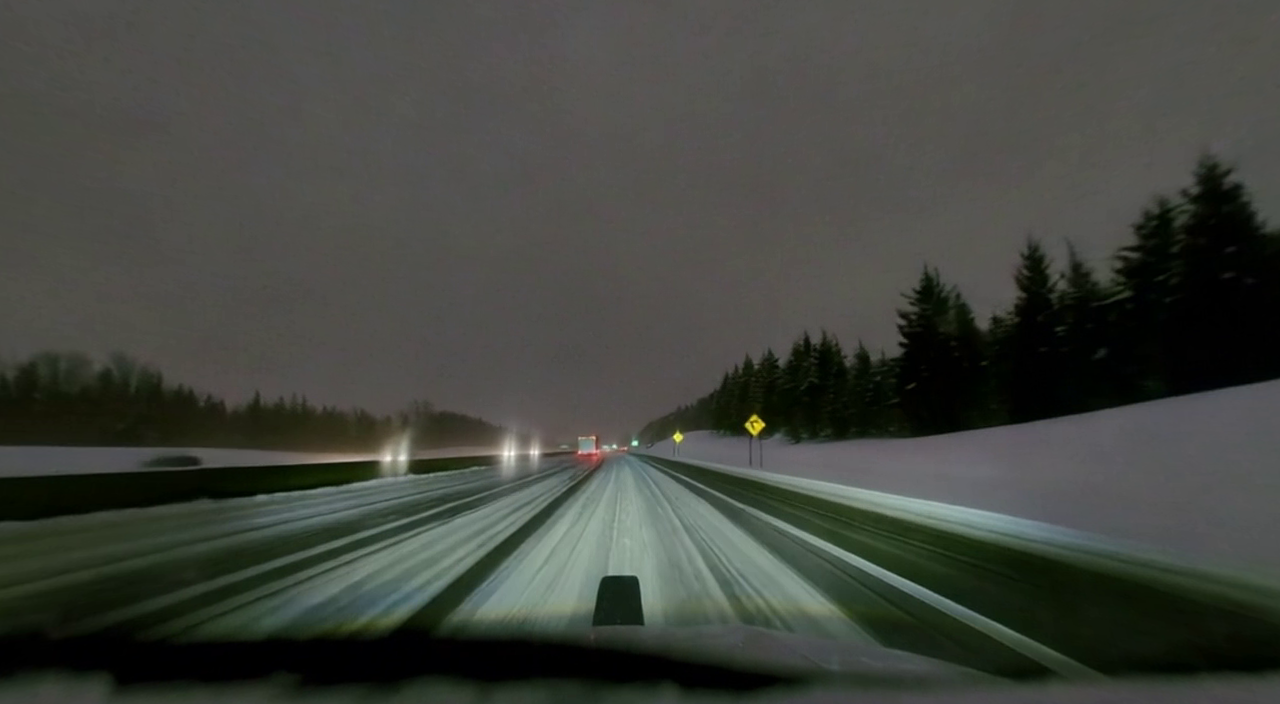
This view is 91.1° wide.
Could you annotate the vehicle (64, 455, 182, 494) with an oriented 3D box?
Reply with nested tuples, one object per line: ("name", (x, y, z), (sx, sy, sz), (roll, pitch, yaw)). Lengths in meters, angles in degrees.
("vehicle", (-21.352, 5.035, 26.176), (1.750, 1.450, 3.731), (0, -9, -1))

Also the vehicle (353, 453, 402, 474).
("vehicle", (-18.667, 7.924, 44.872), (1.821, 1.437, 4.017), (0, -9, -2))
